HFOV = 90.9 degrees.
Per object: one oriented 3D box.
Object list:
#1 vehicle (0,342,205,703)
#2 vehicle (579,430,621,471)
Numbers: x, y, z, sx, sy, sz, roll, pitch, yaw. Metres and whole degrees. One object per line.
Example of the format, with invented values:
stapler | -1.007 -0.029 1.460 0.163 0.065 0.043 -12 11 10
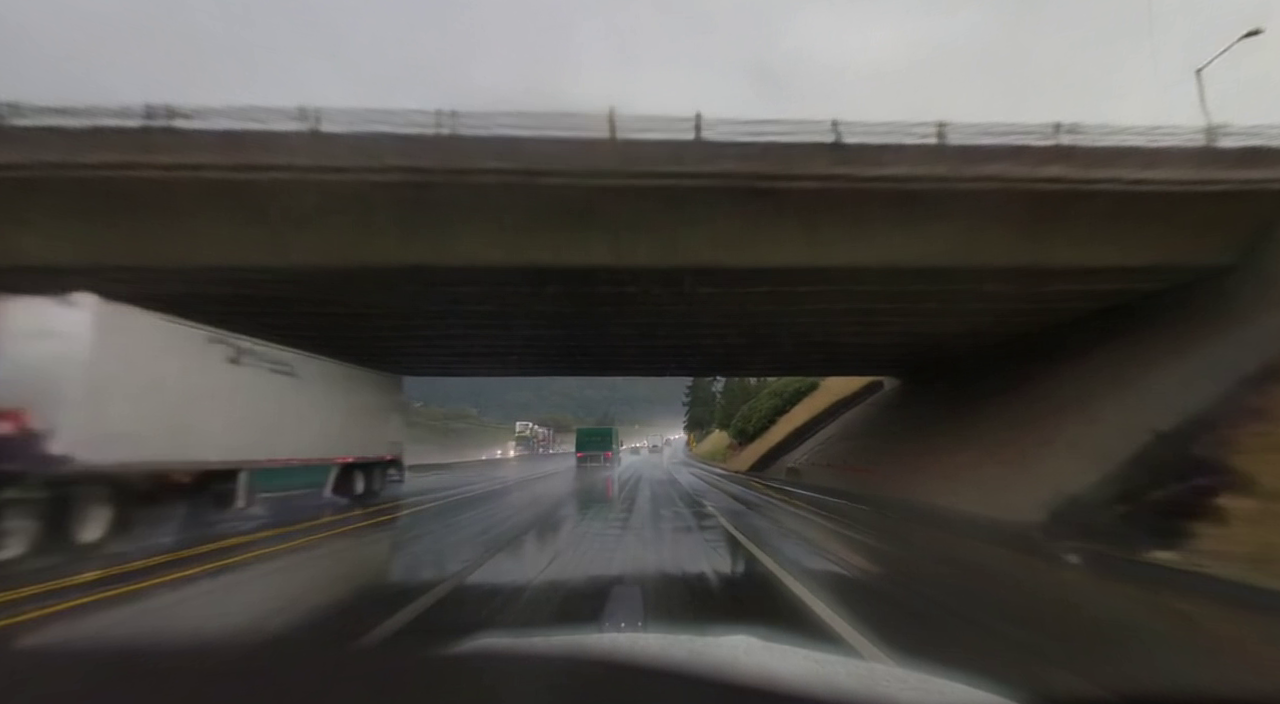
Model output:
vehicle | -3.322 0.640 1.147 2.194 1.648 3.984 0 -9 -1
vehicle | -2.803 7.212 46.272 2.565 2.771 6.641 0 -9 1
